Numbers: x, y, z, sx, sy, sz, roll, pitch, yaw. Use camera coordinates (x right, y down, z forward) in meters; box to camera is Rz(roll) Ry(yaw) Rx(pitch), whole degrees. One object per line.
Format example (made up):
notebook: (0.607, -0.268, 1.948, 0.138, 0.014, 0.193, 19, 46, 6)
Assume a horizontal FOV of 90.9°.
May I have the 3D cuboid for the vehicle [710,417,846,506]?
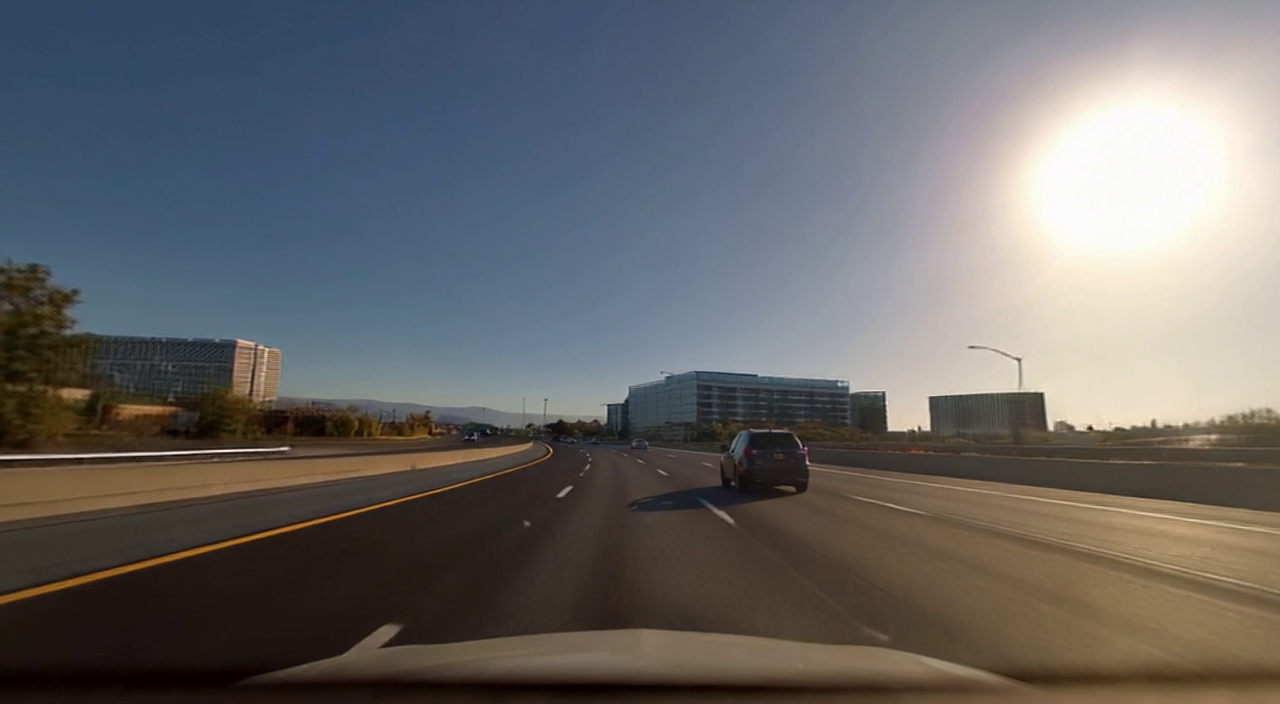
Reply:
vehicle: (2.951, 2.471, 14.584, 2.059, 1.715, 4.192, 0, -8, -2)
